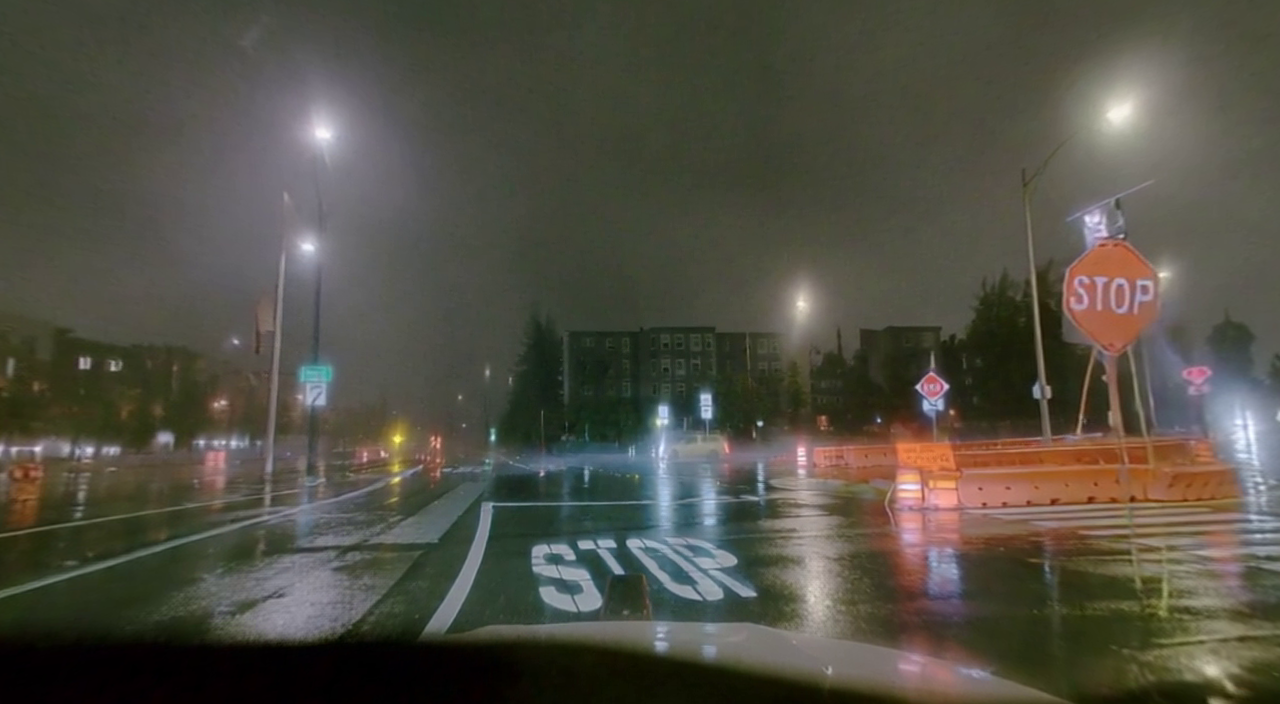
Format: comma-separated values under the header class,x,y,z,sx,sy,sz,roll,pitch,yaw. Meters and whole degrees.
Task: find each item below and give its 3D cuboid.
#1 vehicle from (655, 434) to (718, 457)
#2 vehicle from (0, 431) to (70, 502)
class,x,y,z,sx,sy,sz,roll,pitch,yaw
vehicle,3.270,6.690,45.013,4.302,1.628,1.957,0,-9,0
vehicle,-17.253,3.099,17.343,2.159,1.734,4.292,7,-11,-41
